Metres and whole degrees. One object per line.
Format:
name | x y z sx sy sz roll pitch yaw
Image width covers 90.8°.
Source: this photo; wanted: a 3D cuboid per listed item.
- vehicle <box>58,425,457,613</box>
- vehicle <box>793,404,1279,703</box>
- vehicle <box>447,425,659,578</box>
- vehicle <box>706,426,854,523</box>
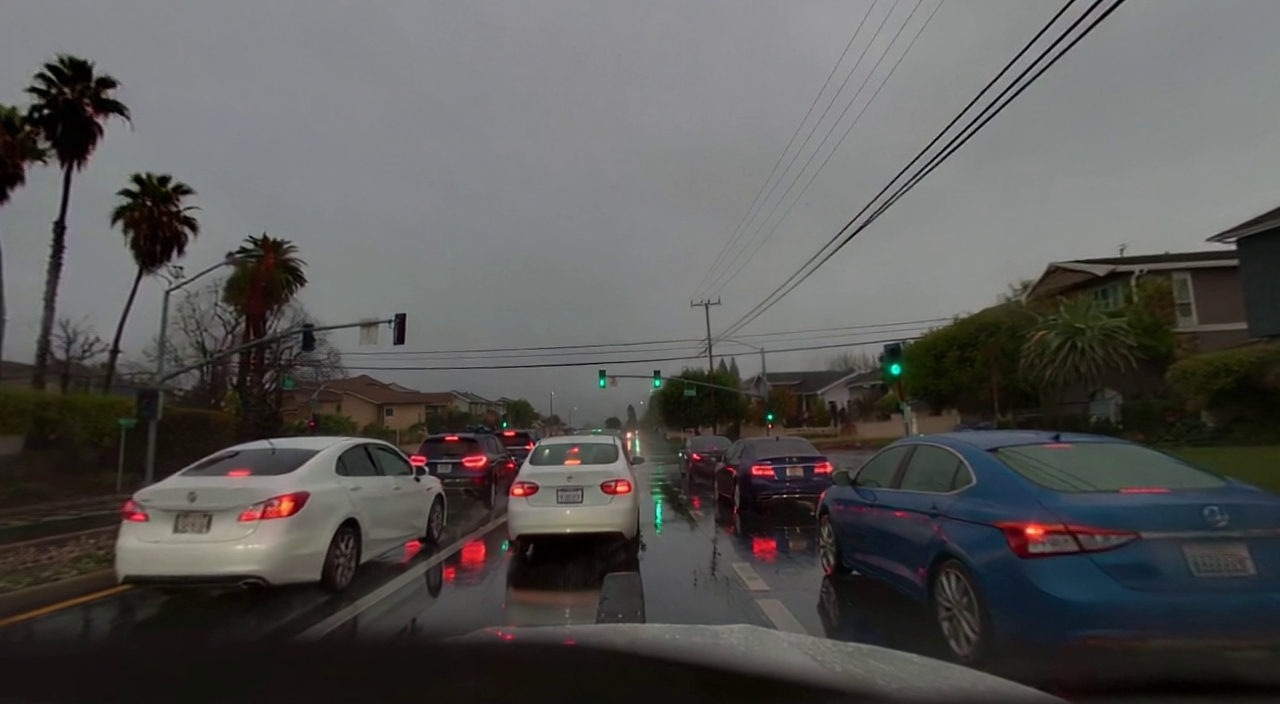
vehicle | -3.712 1.668 7.372 2.058 1.474 4.473 0 -9 -3
vehicle | 2.766 1.274 4.838 2.014 1.464 4.312 0 -9 -1
vehicle | -0.944 1.782 8.292 2.104 1.500 3.815 0 -9 -3
vehicle | 2.589 2.384 12.826 1.956 1.615 4.205 0 -9 -1
